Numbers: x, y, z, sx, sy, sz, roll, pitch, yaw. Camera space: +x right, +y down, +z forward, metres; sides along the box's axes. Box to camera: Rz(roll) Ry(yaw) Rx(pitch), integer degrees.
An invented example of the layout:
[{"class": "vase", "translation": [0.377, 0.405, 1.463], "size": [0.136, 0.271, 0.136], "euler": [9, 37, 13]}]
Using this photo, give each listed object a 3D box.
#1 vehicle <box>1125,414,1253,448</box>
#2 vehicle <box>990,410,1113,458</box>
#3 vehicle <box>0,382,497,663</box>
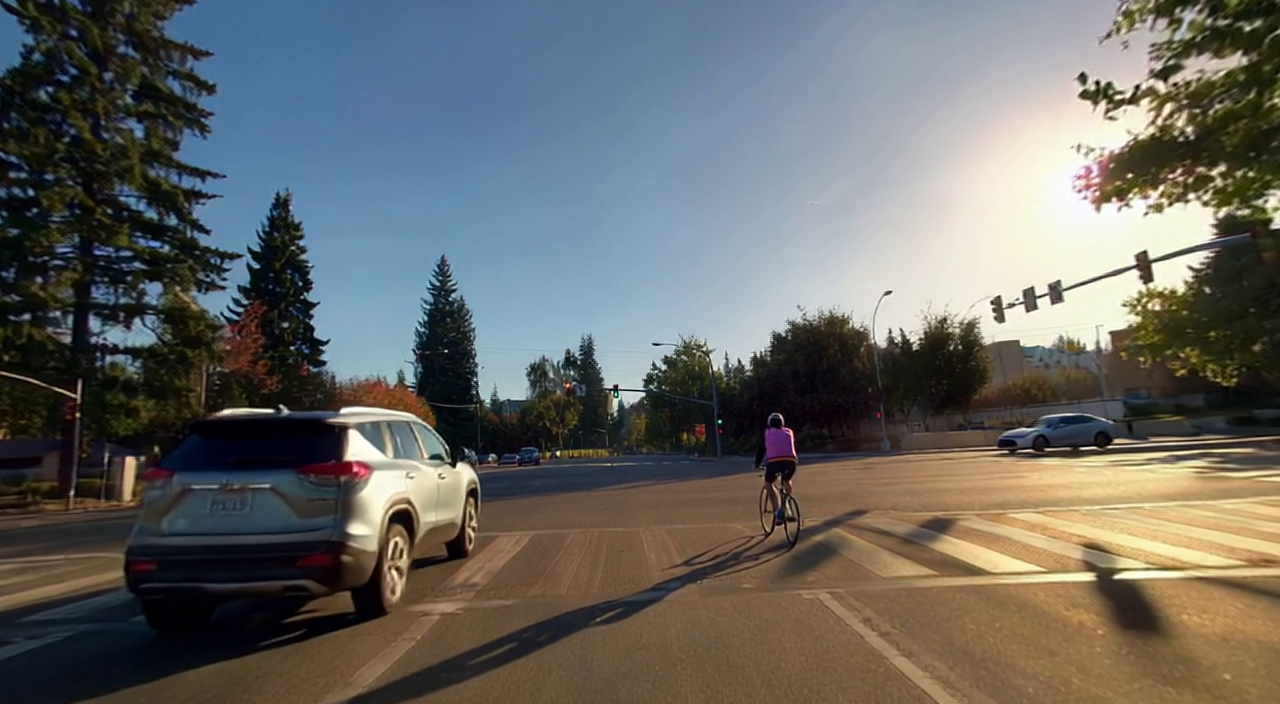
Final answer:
[{"class": "vehicle", "translation": [25.736, 3.735, 29.609], "size": [4.716, 1.507, 1.904], "euler": [2, -9, -11]}, {"class": "vehicle", "translation": [18.578, 3.727, 28.547], "size": [4.237, 1.948, 1.997], "euler": [0, -9, -9]}, {"class": "vehicle", "translation": [-3.024, 1.408, 6.346], "size": [2.049, 1.756, 4.602], "euler": [0, -8, 0]}]
